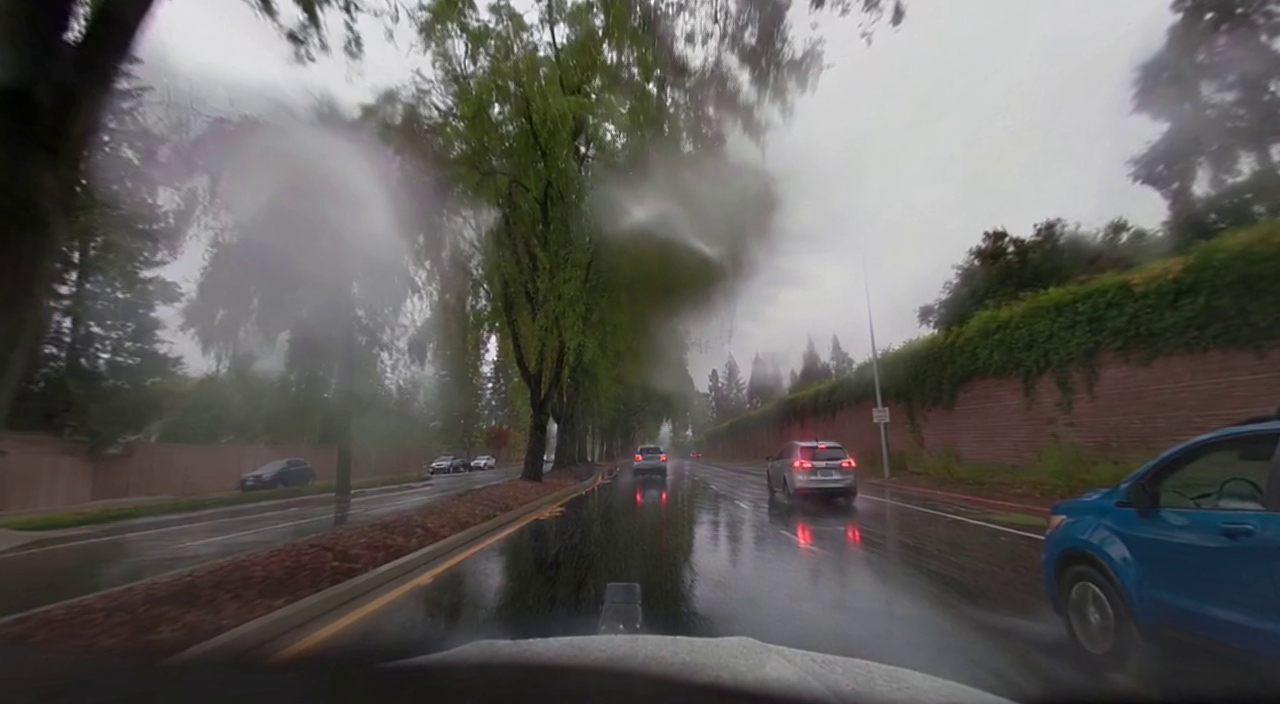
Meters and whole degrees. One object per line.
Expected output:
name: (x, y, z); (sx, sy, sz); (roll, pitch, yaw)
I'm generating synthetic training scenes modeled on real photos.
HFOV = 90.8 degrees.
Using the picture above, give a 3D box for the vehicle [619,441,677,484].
vehicle: (0.374, 4.941, 28.551); (2.391, 1.739, 3.837); (-1, -8, 1)

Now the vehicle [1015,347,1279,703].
vehicle: (4.060, 0.760, 2.165); (2.470, 1.751, 5.015); (-1, -8, 1)

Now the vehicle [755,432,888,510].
vehicle: (4.589, 3.078, 16.822); (2.155, 1.752, 4.456); (0, -8, -1)
